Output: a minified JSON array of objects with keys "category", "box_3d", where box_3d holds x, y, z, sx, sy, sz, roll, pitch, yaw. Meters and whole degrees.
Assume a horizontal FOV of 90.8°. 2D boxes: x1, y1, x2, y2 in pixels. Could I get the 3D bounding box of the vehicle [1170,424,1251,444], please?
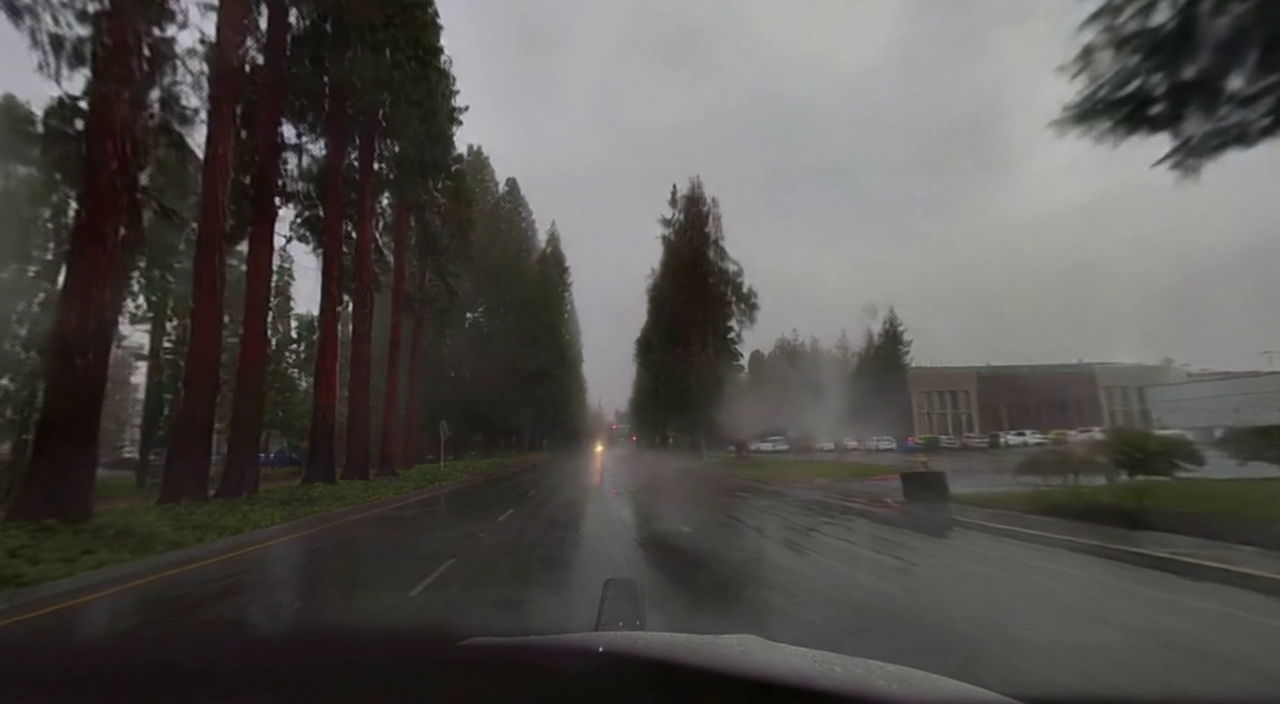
[{"category":"vehicle","box_3d":[44.248,6.436,49.155,1.720,1.443,4.685,0,-8,-3]}]
